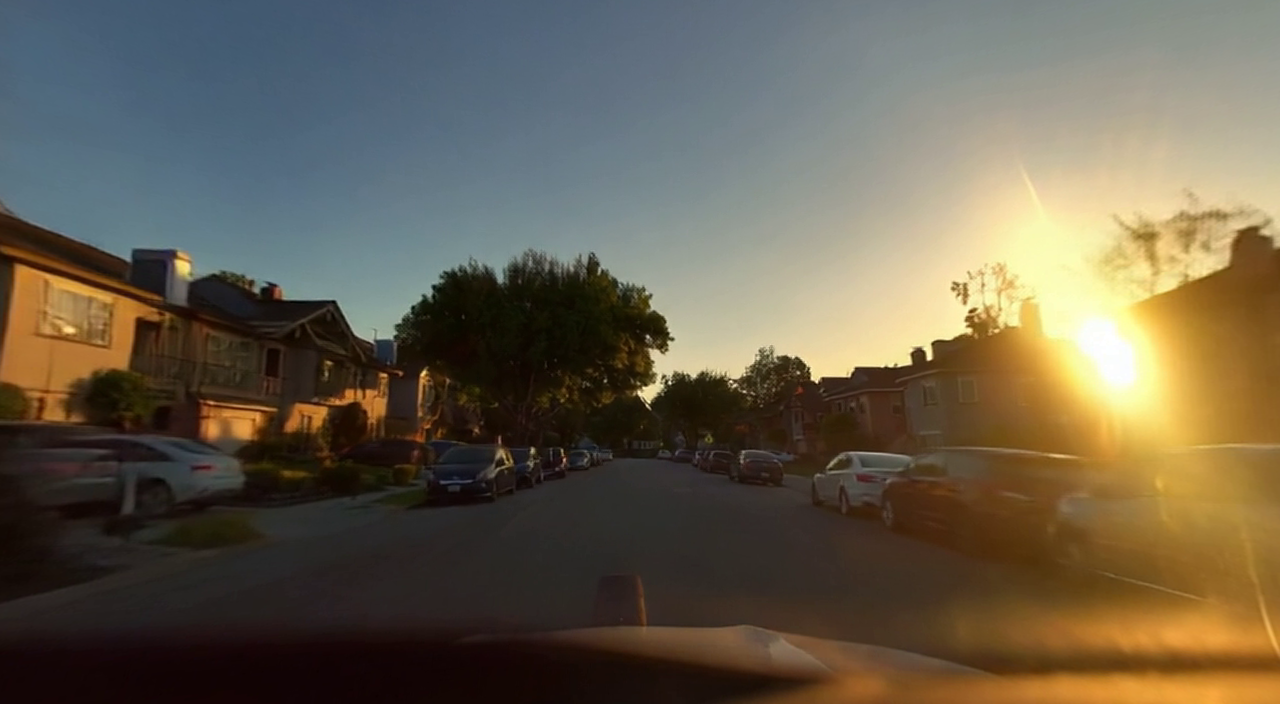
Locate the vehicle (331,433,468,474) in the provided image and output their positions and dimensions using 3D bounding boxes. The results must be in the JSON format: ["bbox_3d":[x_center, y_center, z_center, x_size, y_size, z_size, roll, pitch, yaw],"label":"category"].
[{"bbox_3d":[-11.575,4.918,30.748,5.755,1.869,2.194,0,-7,-1],"label":"vehicle"}]

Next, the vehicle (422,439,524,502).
[{"bbox_3d":[-4.649,3.363,18.181,1.983,1.579,3.879,0,-10,-2],"label":"vehicle"}]

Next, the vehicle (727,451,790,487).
[{"bbox_3d":[5.190,5.177,28.268,1.847,1.448,4.162,1,-9,-3],"label":"vehicle"}]

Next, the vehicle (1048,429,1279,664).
[{"bbox_3d":[5.251,1.352,4.468,1.826,1.566,4.307,0,-9,0],"label":"vehicle"}]

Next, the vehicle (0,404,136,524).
[{"bbox_3d":[-11.130,1.758,10.345,3.899,1.730,2.026,2,-10,1],"label":"vehicle"}]

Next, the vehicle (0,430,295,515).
[{"bbox_3d":[-9.909,2.460,12.938,4.521,1.562,1.990,-1,-10,4],"label":"vehicle"}]

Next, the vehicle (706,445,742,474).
[{"bbox_3d":[5.626,7.263,42.787,1.959,1.828,4.175,0,-9,1],"label":"vehicle"}]

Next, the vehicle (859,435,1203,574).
[{"bbox_3d":[5.339,2.111,9.724,2.063,1.573,4.900,0,-9,-1],"label":"vehicle"}]

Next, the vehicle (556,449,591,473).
[{"bbox_3d":[-4.374,7.252,42.230,1.973,1.454,4.559,0,-8,-1],"label":"vehicle"}]
